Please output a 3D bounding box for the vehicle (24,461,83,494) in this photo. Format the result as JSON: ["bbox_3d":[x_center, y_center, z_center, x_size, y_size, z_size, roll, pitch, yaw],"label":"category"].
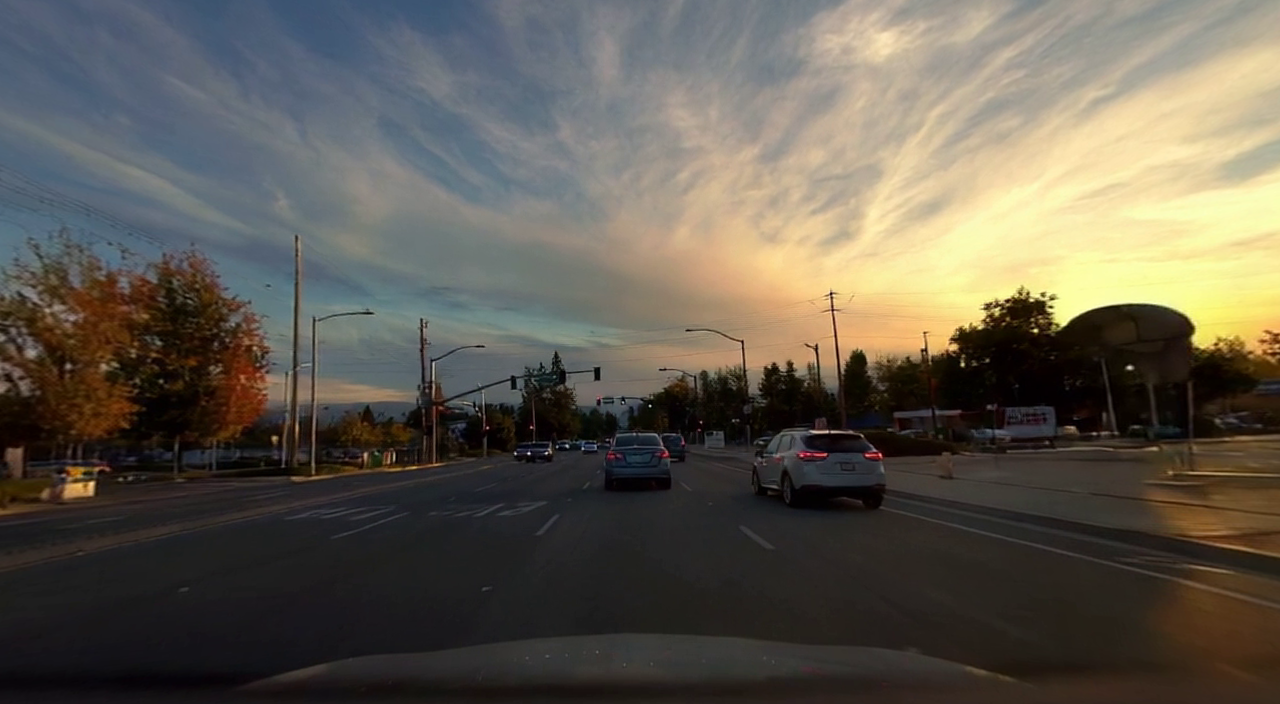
[{"bbox_3d":[-30.599,6.519,33.081,1.948,1.452,4.370,7,-11,-39],"label":"vehicle"}]

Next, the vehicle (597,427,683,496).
[{"bbox_3d":[-0.084,3.046,17.916,2.164,1.718,3.881,0,-8,-2],"label":"vehicle"}]

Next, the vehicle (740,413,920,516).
[{"bbox_3d":[3.775,2.359,13.759,2.116,1.791,5.006,0,-8,-3],"label":"vehicle"}]

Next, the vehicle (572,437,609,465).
[{"bbox_3d":[-3.209,6.529,41.944,2.155,1.745,4.248,0,-8,0],"label":"vehicle"}]

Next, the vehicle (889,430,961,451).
[{"bbox_3d":[22.068,6.889,49.034,4.691,1.607,1.905,0,-8,-3],"label":"vehicle"}]

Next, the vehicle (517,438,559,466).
[{"bbox_3d":[-6.610,6.495,41.322,1.994,1.695,4.471,0,-8,0],"label":"vehicle"}]

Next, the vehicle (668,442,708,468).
[{"bbox_3d":[2.545,5.555,34.205,1.822,1.331,3.583,0,-8,-1],"label":"vehicle"}]
